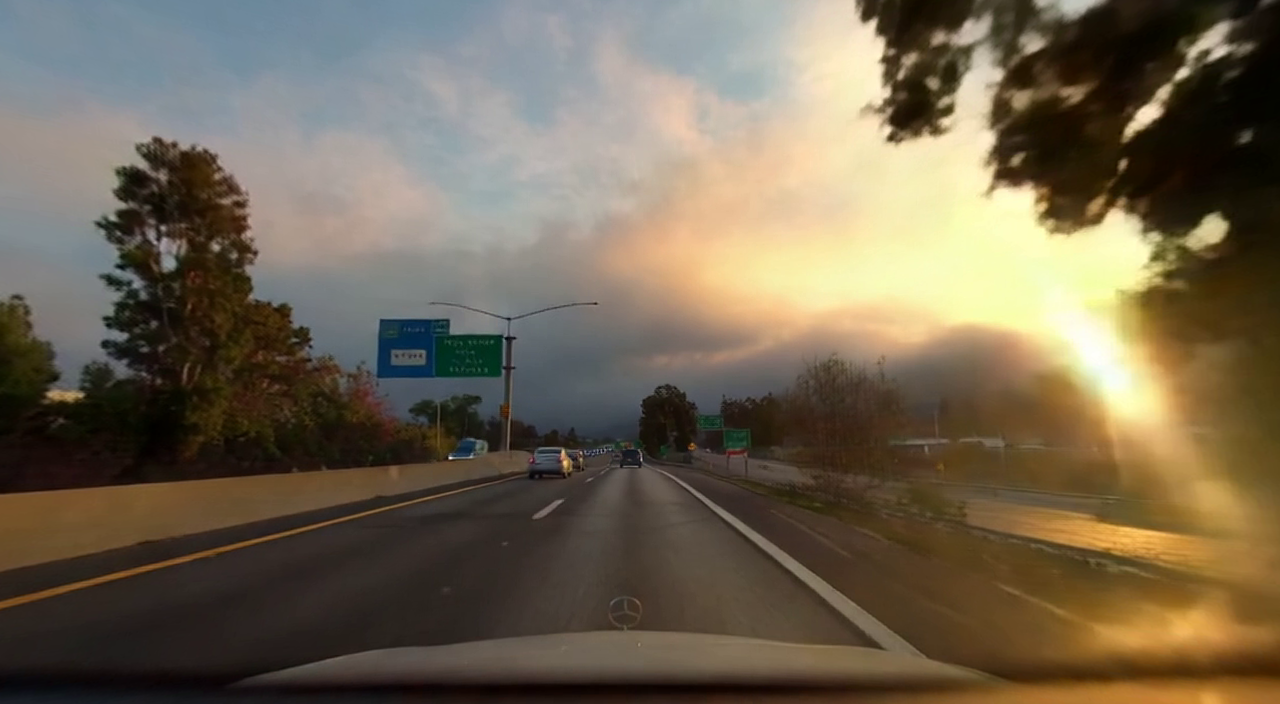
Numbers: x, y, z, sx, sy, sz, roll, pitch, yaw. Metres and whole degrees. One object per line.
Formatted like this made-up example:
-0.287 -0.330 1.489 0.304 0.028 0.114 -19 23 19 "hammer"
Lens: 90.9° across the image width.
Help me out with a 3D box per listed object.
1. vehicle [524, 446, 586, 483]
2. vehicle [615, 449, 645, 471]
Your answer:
-3.732 5.041 28.538 2.067 1.509 4.551 0 -8 1 "vehicle"
-0.722 7.683 45.137 2.100 1.471 3.956 0 -8 -1 "vehicle"
